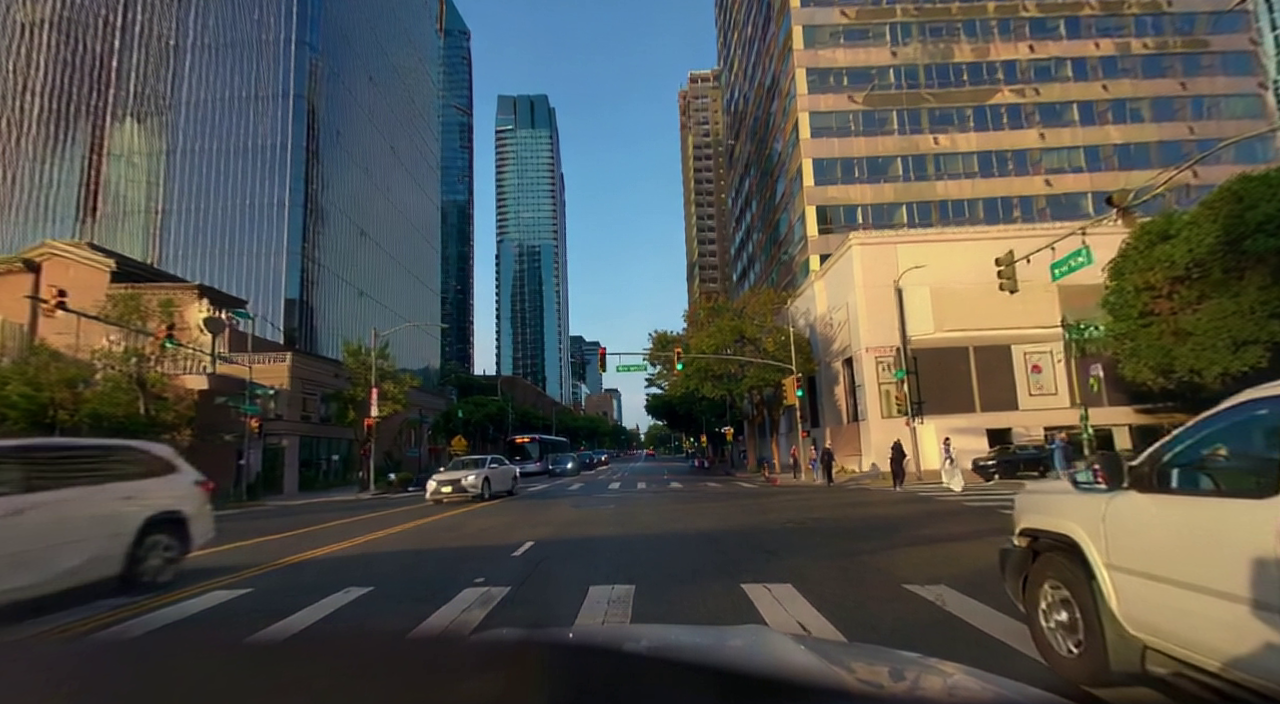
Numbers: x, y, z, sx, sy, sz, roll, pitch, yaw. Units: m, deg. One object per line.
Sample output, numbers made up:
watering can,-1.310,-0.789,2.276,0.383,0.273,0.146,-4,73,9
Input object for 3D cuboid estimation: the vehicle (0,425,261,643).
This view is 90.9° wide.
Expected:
vehicle,-6.047,1.584,5.980,1.990,1.710,4.507,0,-8,1

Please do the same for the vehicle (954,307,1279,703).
vehicle,3.278,0.714,1.756,2.118,1.848,5.426,0,-8,2

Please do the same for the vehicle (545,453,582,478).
vehicle,-5.357,8.022,44.635,1.997,1.610,4.144,0,-8,2

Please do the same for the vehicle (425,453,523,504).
vehicle,-5.478,4.222,21.519,1.956,1.457,4.958,0,-8,1

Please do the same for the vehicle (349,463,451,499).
vehicle,-11.784,6.342,31.328,2.051,1.468,4.635,-3,-9,22
